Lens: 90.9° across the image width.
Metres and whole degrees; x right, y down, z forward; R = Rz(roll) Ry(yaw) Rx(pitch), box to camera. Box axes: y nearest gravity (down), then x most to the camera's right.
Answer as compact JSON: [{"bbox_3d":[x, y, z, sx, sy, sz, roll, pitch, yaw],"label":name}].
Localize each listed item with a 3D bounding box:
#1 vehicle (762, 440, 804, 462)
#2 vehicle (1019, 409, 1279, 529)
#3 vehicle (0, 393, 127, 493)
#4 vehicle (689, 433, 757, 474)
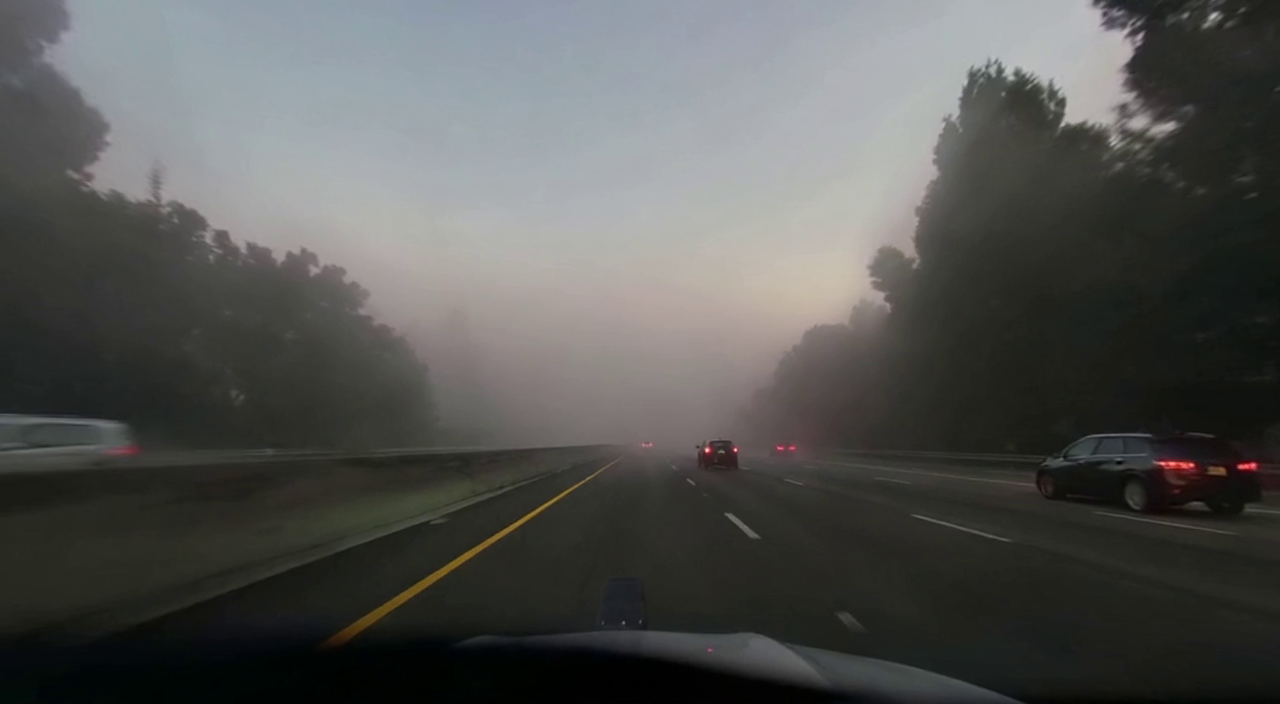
[{"bbox_3d":[10.532,7.327,46.767,1.970,1.479,4.480,0,-8,-1],"label":"vehicle"},{"bbox_3d":[10.303,2.191,12.474,2.062,1.809,5.679,0,-8,0],"label":"vehicle"},{"bbox_3d":[-11.106,1.485,10.280,1.884,1.582,4.175,0,-8,1],"label":"vehicle"},{"bbox_3d":[3.542,4.457,27.793,2.326,1.644,4.206,0,-8,-1],"label":"vehicle"}]
